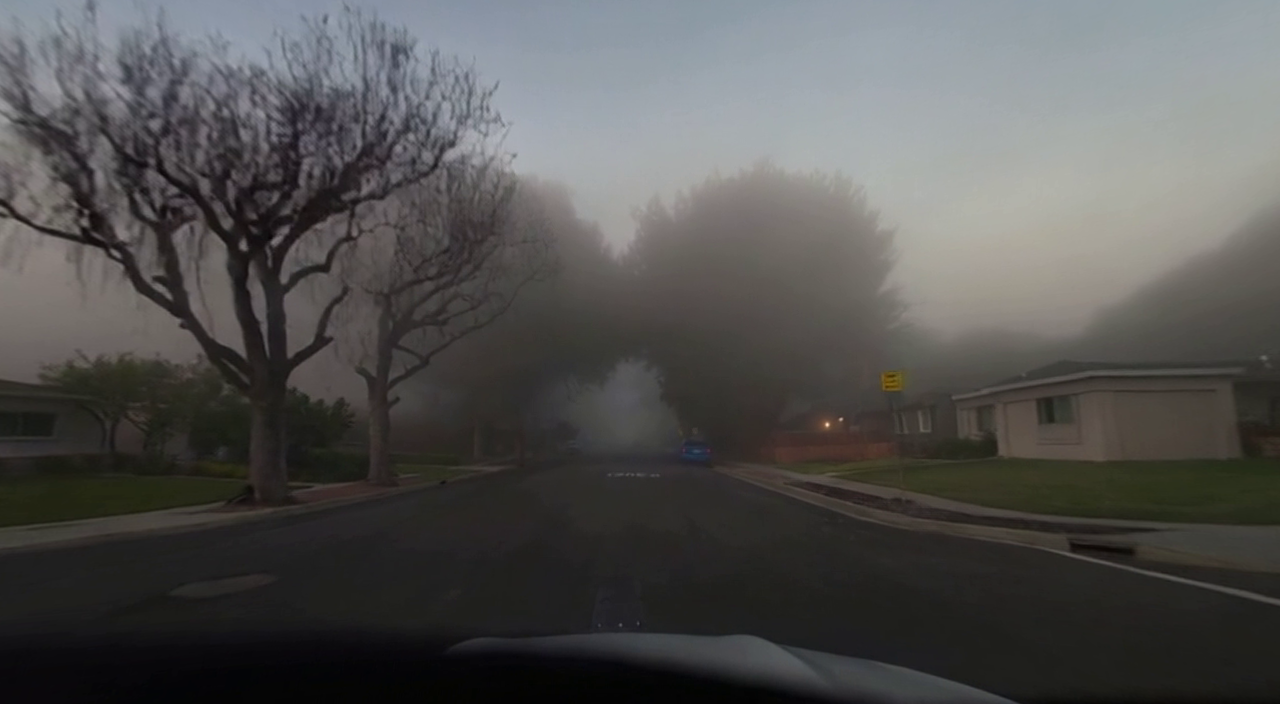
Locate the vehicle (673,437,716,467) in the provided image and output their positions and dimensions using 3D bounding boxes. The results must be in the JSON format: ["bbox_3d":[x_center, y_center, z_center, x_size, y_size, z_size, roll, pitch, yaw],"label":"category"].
[{"bbox_3d":[3.094,5.827,36.852,2.114,1.633,4.042,0,-8,0],"label":"vehicle"}]
